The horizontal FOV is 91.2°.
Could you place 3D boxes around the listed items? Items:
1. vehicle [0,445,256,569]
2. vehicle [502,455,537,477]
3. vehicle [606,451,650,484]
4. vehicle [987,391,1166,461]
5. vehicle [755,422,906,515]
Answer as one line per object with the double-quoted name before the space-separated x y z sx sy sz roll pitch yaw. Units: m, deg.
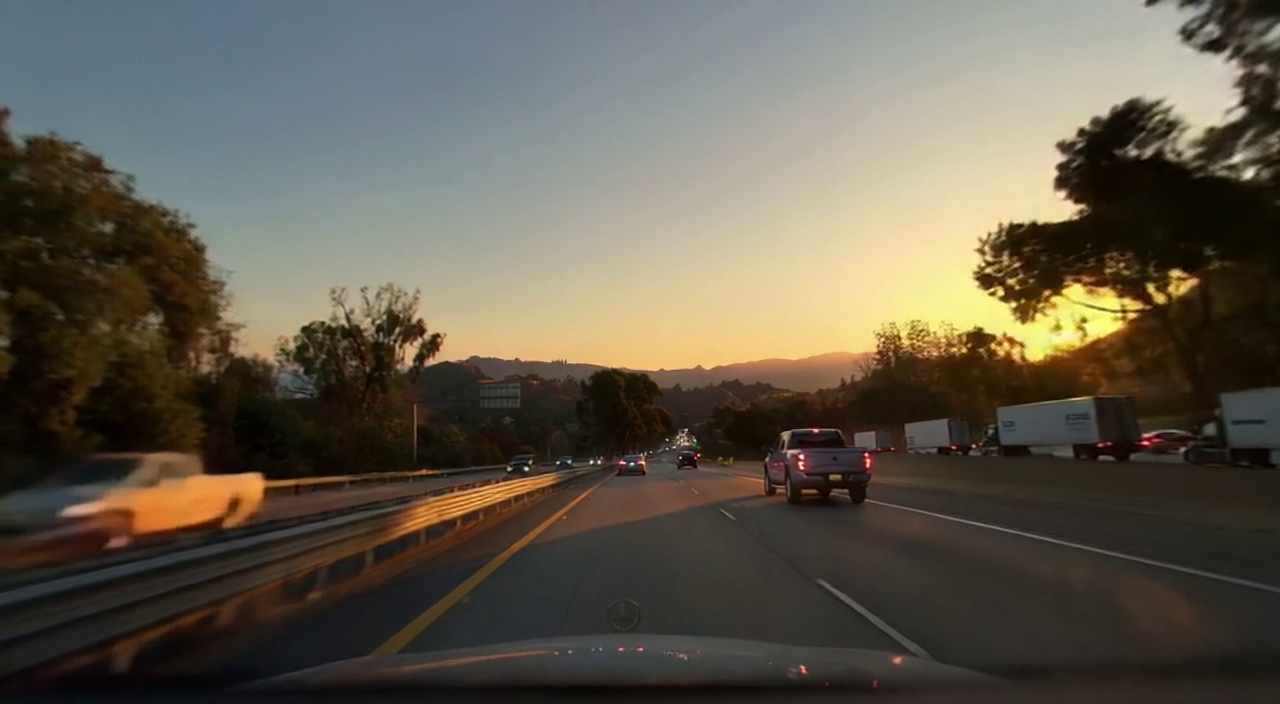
"vehicle" -9.440 2.605 11.388 1.992 1.759 4.557 0 -9 0
"vehicle" -9.475 8.942 49.488 1.877 1.597 4.092 -1 -9 2
"vehicle" -0.548 5.563 30.553 2.029 1.483 3.769 0 -9 0
"vehicle" 28.571 5.291 42.466 2.909 3.998 13.523 -1 -9 3
"vehicle" 4.526 2.869 15.860 2.261 1.952 4.784 0 -9 0
